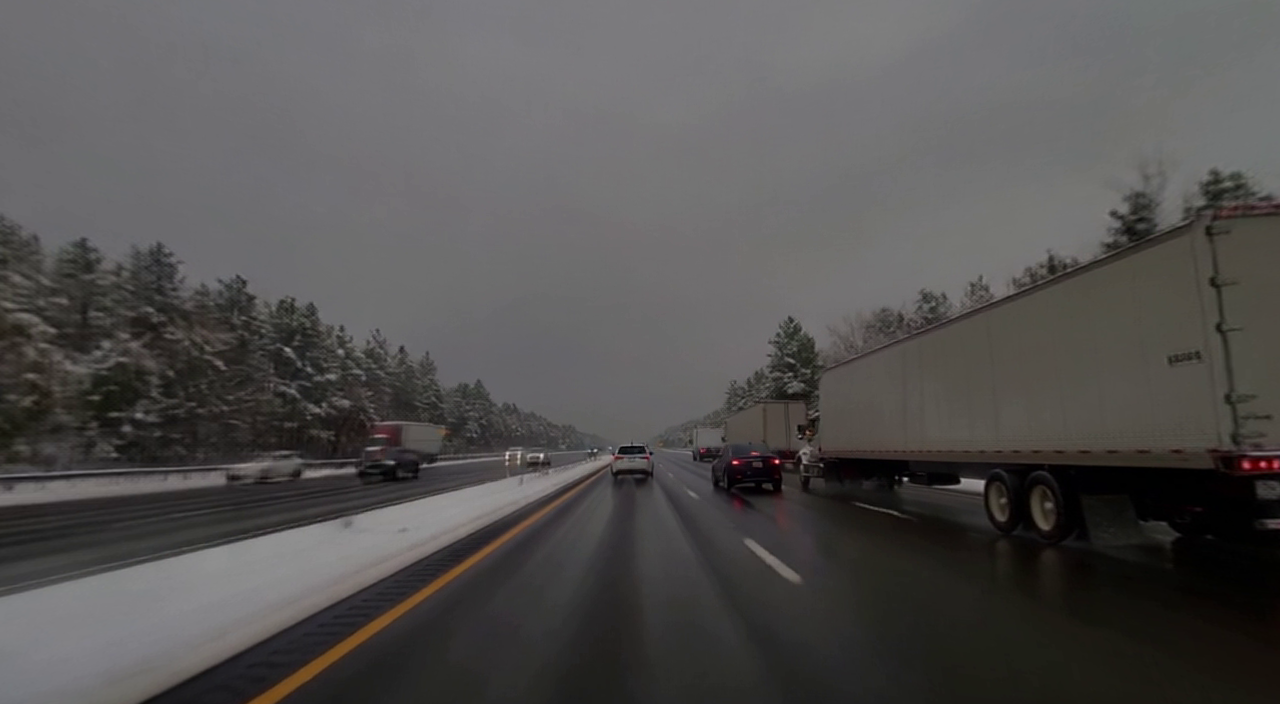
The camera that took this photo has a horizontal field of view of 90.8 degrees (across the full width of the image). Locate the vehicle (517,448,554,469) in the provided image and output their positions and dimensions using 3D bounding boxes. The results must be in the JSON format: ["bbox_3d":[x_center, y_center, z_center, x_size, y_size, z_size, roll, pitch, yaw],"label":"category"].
[{"bbox_3d":[-7.671,7.830,46.610,2.002,1.433,3.694,-1,-9,3],"label":"vehicle"}]

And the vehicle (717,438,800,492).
[{"bbox_3d":[3.766,3.663,20.744,1.920,1.594,3.867,0,-9,0],"label":"vehicle"}]

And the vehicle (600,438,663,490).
[{"bbox_3d":[-0.262,3.835,21.869,2.023,1.618,3.628,0,-9,0],"label":"vehicle"}]

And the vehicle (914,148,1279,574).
[{"bbox_3d":[7.613,0.665,9.810,2.823,4.063,8.485,0,-9,0],"label":"vehicle"}]

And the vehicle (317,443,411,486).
[{"bbox_3d":[-11.630,4.767,26.949,2.074,1.655,4.124,0,-9,1],"label":"vehicle"}]

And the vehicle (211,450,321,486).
[{"bbox_3d":[-16.362,5.058,27.894,1.932,1.433,4.529,-1,-9,2],"label":"vehicle"}]

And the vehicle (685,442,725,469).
[{"bbox_3d":[4.204,6.818,41.597,2.150,1.632,4.260,0,-9,0],"label":"vehicle"}]
